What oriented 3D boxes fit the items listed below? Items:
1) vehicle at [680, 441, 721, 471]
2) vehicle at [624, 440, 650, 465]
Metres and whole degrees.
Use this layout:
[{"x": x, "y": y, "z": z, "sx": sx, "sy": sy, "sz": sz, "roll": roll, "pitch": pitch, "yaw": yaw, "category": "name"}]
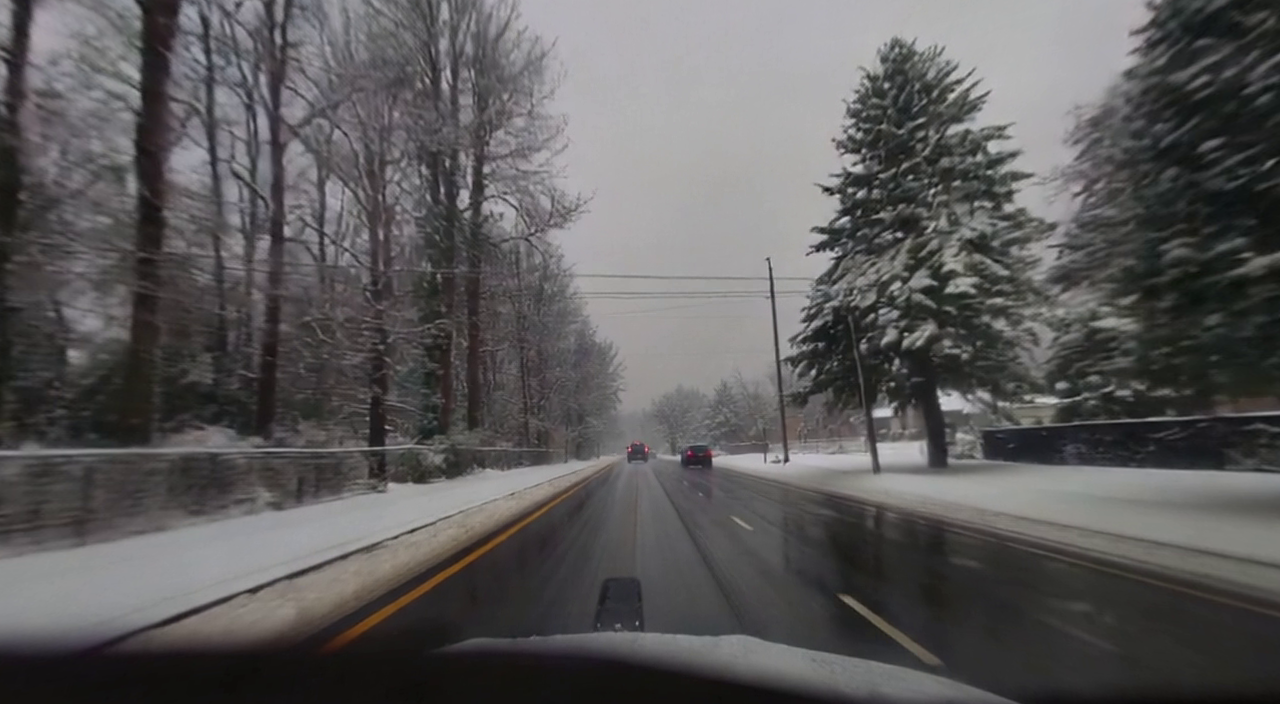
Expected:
[{"x": 3.527, "y": 6.147, "z": 37.367, "sx": 1.888, "sy": 1.640, "sz": 4.044, "roll": 0, "pitch": -9, "yaw": -2, "category": "vehicle"}, {"x": -0.230, "y": 7.880, "z": 49.588, "sx": 1.925, "sy": 1.799, "sz": 4.257, "roll": 0, "pitch": -9, "yaw": -1, "category": "vehicle"}]
